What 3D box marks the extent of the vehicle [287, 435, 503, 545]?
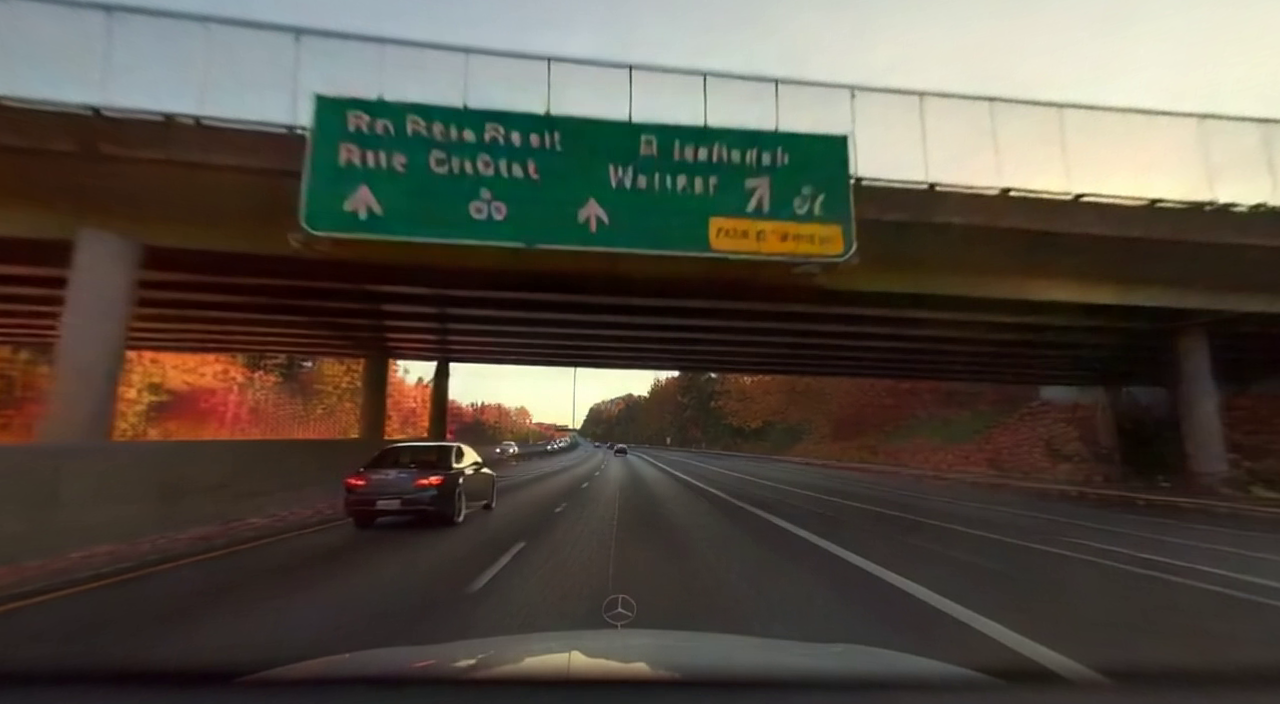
[{"bbox_3d":[-4.005,2.328,11.347,2.047,1.519,4.832,0,-9,-1],"label":"vehicle"}]
